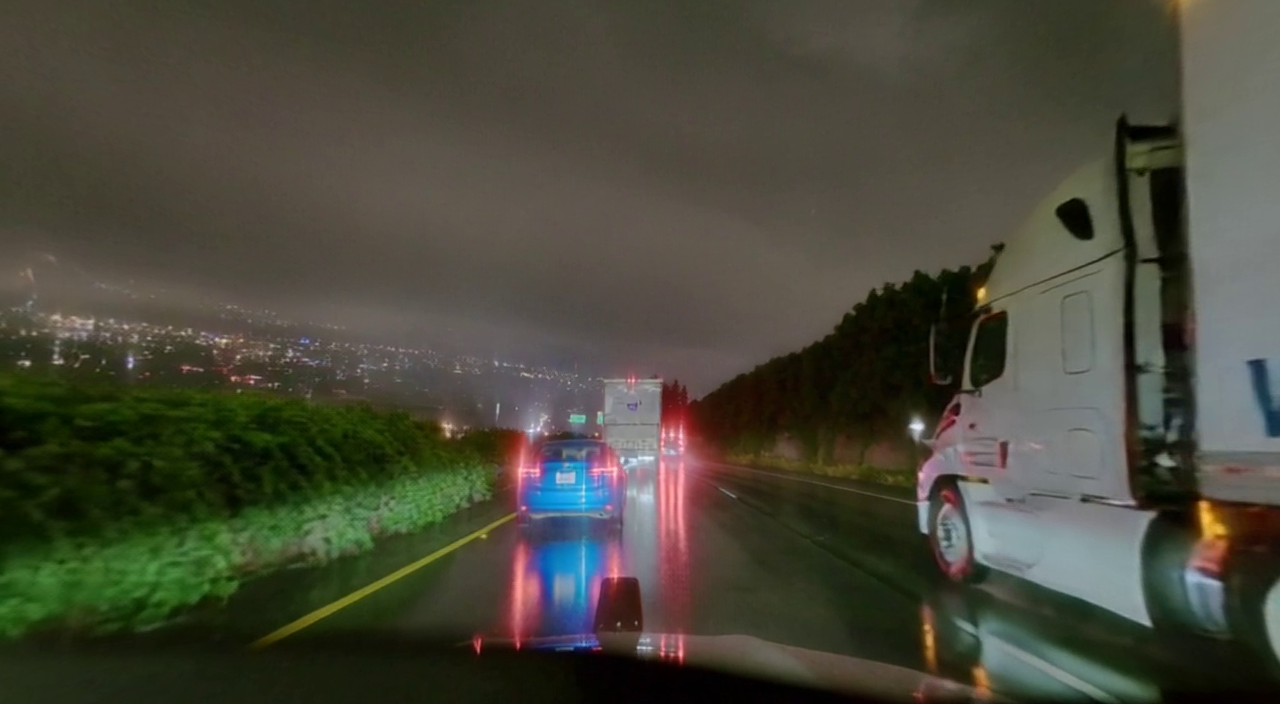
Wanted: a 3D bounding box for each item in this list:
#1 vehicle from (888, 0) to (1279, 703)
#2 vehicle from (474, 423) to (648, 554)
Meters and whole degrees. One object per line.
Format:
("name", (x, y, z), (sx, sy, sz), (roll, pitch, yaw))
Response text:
("vehicle", (4.875, 0.054, 5.375), (2.982, 4.187, 6.008), (0, -9, 1))
("vehicle", (-0.950, 1.974, 9.648), (2.038, 1.582, 3.729), (-1, -9, 2))
